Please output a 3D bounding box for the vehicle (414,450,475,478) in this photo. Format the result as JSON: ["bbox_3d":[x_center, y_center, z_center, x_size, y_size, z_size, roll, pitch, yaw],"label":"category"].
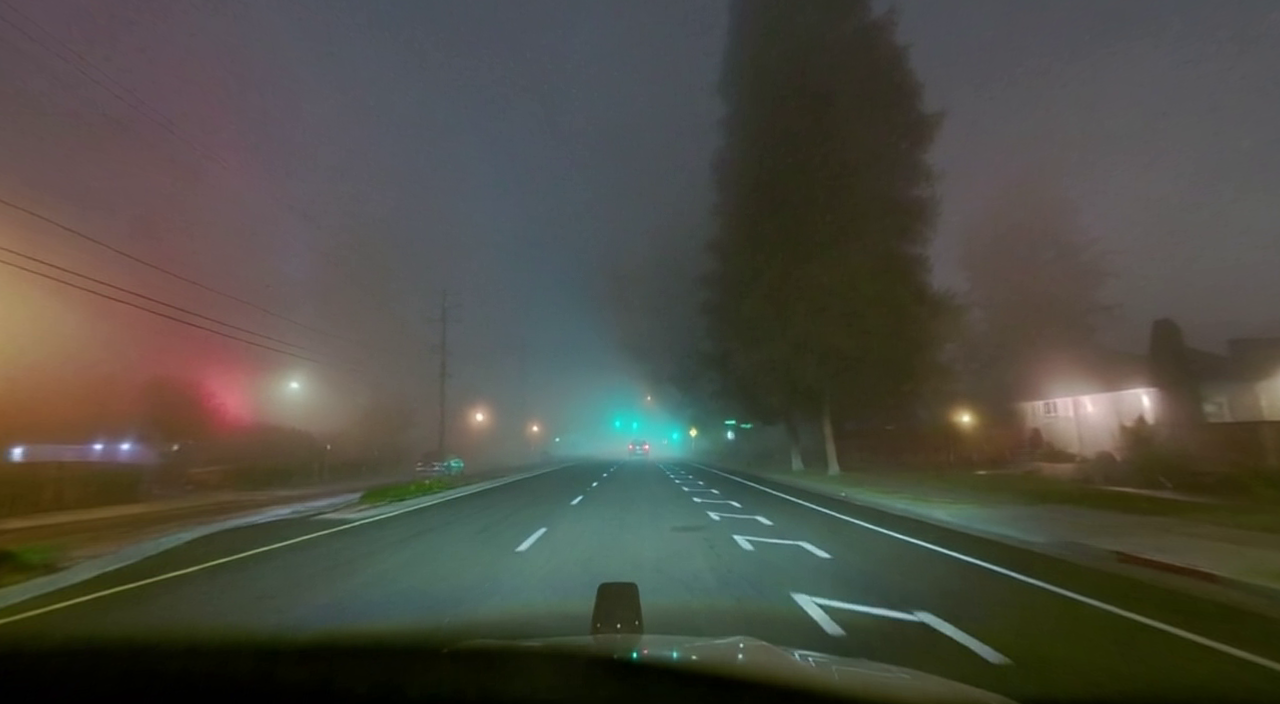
[{"bbox_3d":[-11.852,6.829,38.541,2.150,1.518,4.785,-2,-10,1],"label":"vehicle"}]

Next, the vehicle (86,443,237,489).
[{"bbox_3d":[-18.918,4.519,25.061,4.170,1.704,2.174,0,-9,0],"label":"vehicle"}]
